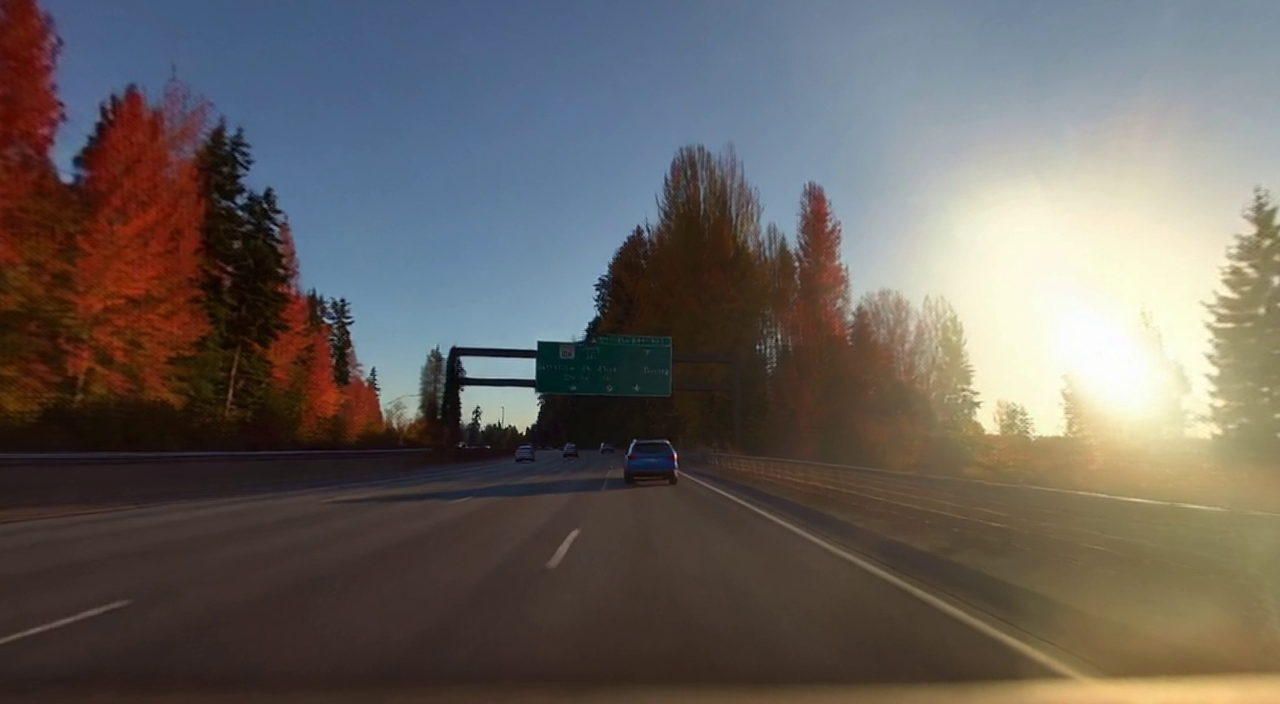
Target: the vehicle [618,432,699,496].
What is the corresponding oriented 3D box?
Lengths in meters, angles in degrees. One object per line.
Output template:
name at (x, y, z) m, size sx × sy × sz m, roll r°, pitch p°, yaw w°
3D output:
vehicle at (0.441, 3.343, 19.205) m, size 2.120 × 1.706 × 4.226 m, roll 1°, pitch -8°, yaw -3°
